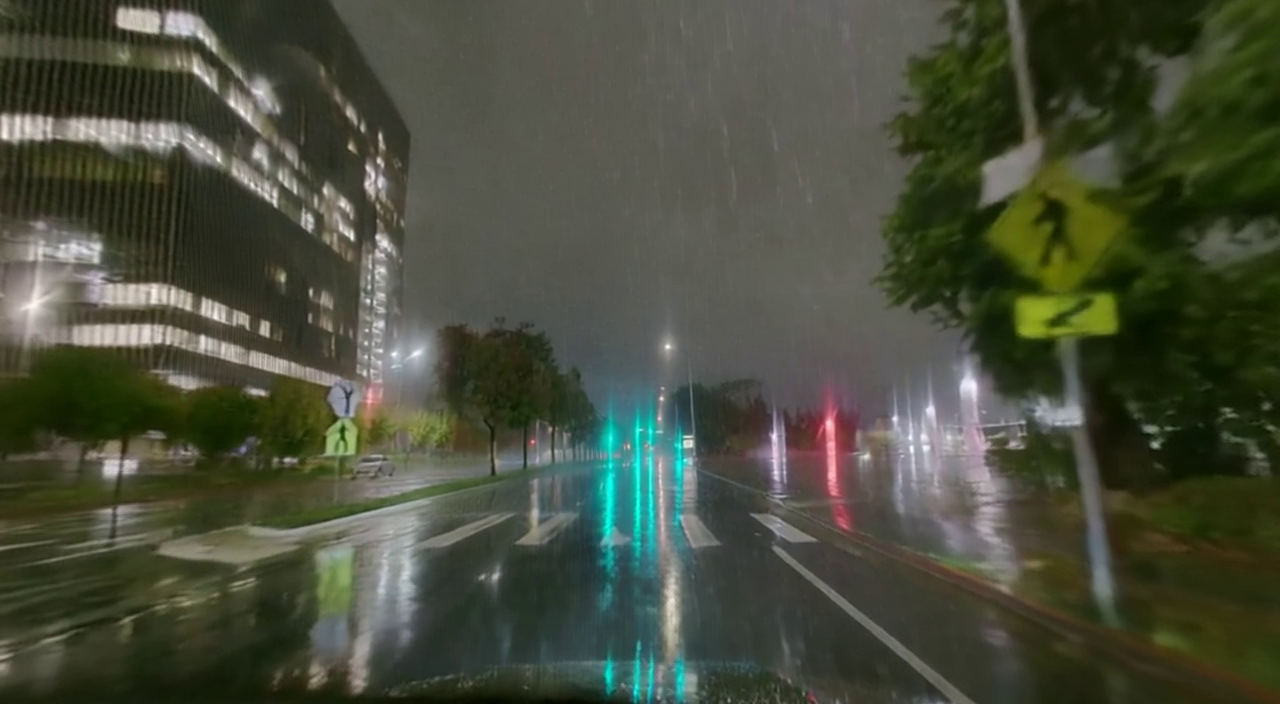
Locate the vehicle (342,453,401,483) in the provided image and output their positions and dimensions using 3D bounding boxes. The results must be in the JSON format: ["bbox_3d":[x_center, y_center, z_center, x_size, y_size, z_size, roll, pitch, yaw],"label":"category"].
[{"bbox_3d":[-16.690,7.203,39.381,1.807,1.570,4.557,-4,-9,-1],"label":"vehicle"}]
